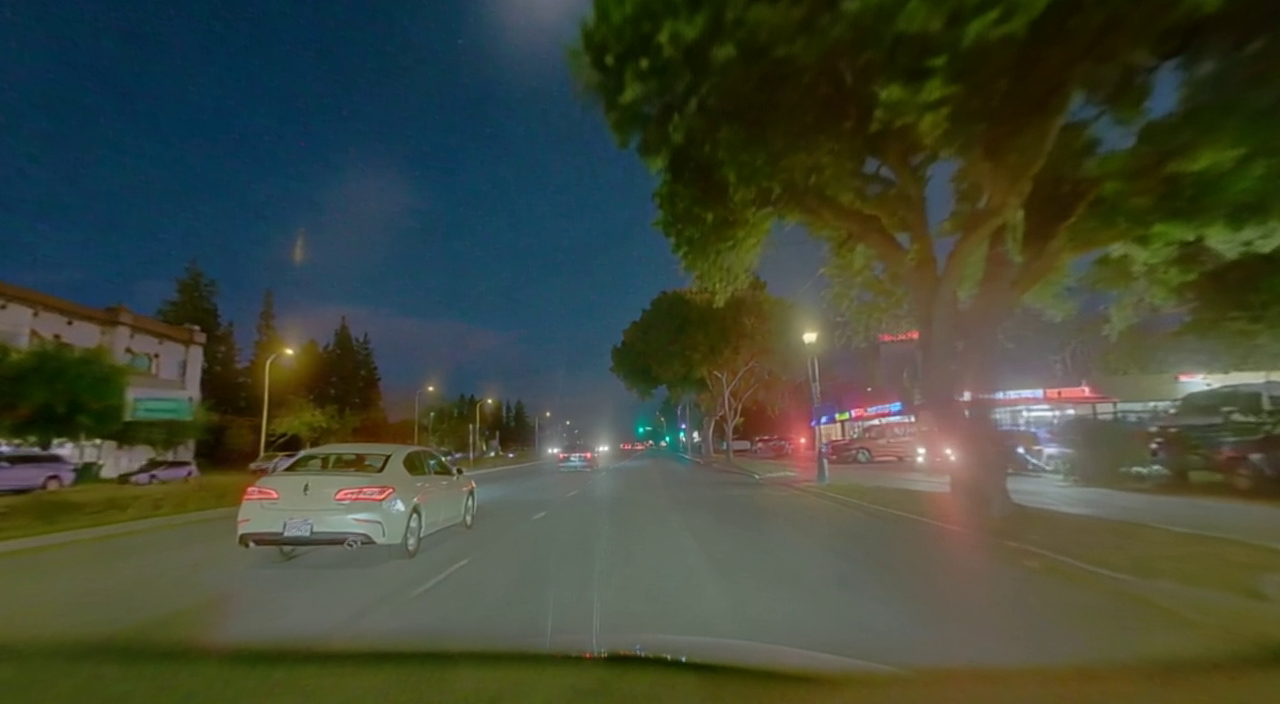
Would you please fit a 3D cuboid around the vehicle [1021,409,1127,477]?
[{"bbox_3d":[14.825,3.103,21.485,2.031,2.064,4.681,-9,-12,44],"label":"vehicle"}]

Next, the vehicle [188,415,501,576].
[{"bbox_3d":[-3.577,1.839,8.898,2.126,1.655,4.560,0,-9,1],"label":"vehicle"}]

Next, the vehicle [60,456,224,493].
[{"bbox_3d":[-25.326,6.260,32.723,2.650,1.471,7.080,-3,-9,2],"label":"vehicle"}]

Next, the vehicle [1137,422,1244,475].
[{"bbox_3d":[18.763,3.264,21.474,4.374,1.588,2.068,8,-11,-41],"label":"vehicle"}]

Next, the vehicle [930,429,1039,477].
[{"bbox_3d":[12.368,3.583,22.541,2.090,1.501,4.732,-8,-12,43],"label":"vehicle"}]

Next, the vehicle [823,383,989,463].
[{"bbox_3d":[15.570,4.262,37.509,8.300,4.310,2.832,-2,-9,1],"label":"vehicle"}]

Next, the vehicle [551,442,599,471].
[{"bbox_3d":[-3.390,5.557,33.761,1.955,1.461,4.396,0,-9,1],"label":"vehicle"}]

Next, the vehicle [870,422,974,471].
[{"bbox_3d":[11.911,3.967,26.486,5.297,1.843,2.097,8,-12,-44],"label":"vehicle"}]

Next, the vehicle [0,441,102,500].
[{"bbox_3d":[-25.484,4.761,25.219,2.214,2.238,6.591,-4,-9,1],"label":"vehicle"}]
